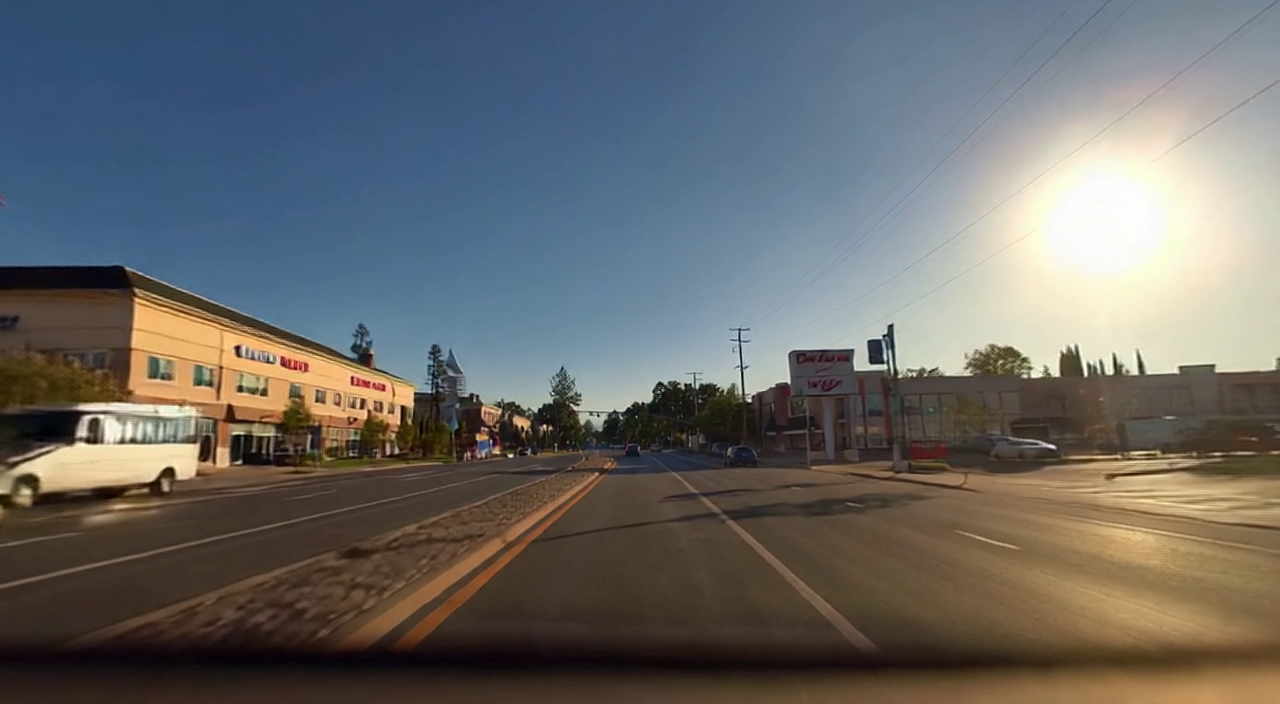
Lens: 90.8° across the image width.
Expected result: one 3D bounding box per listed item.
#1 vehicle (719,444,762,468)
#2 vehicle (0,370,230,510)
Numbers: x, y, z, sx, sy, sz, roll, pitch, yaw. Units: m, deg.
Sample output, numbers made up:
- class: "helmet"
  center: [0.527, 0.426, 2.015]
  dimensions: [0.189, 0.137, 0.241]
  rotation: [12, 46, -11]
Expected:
- class: "vehicle"
  center: [6.445, 6.677, 40.863]
  dimensions: [1.916, 1.437, 4.327]
  rotation: [0, -9, -2]
- class: "vehicle"
  center: [-18.736, 3.072, 21.931]
  dimensions: [2.982, 3.900, 8.593]
  rotation: [0, -9, 1]
